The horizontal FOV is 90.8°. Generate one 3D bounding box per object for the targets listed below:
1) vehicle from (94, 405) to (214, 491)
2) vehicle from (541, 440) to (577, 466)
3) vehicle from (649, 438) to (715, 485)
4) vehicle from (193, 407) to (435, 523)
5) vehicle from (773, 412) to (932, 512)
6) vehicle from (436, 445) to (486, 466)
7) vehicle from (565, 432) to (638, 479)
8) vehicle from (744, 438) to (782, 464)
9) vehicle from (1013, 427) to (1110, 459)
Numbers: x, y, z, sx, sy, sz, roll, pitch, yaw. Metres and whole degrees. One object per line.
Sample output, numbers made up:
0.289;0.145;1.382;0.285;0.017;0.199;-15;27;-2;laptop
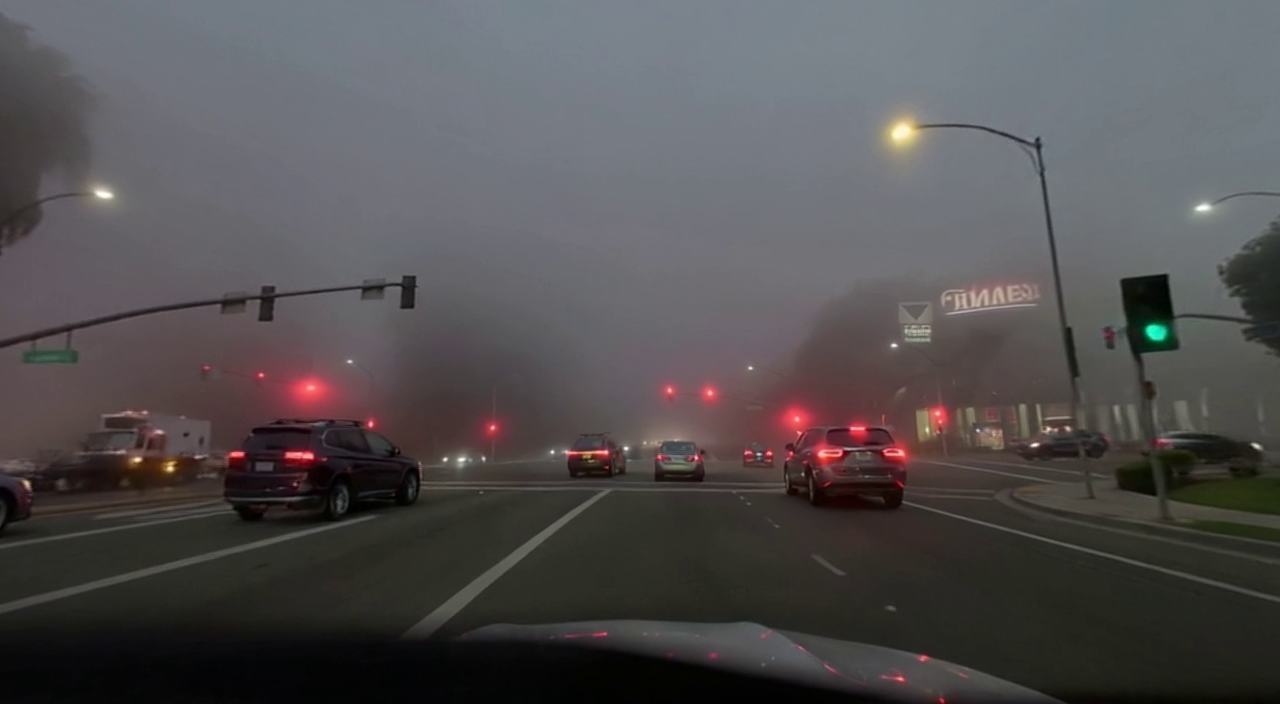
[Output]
-24.321;4.619;31.286;3.436;3.529;11.210;5;-9;-43;vehicle
-5.640;6.943;43.546;2.041;1.660;4.371;2;-9;-12;vehicle
1.552;3.804;22.280;2.057;1.492;3.825;-1;-8;7;vehicle
-6.146;2.197;12.764;2.127;1.888;4.637;-1;-8;4;vehicle
4.716;2.543;15.033;2.267;1.931;5.145;-1;-8;4;vehicle
-13.410;7.712;47.177;1.918;1.443;4.612;6;-11;-38;vehicle
-1.494;4.294;26.508;2.088;1.746;4.650;-2;-8;9;vehicle
7.651;6.235;39.746;2.149;1.532;4.168;-1;-8;8;vehicle
26.788;5.824;40.306;4.557;1.848;2.008;-2;-9;10;vehicle
